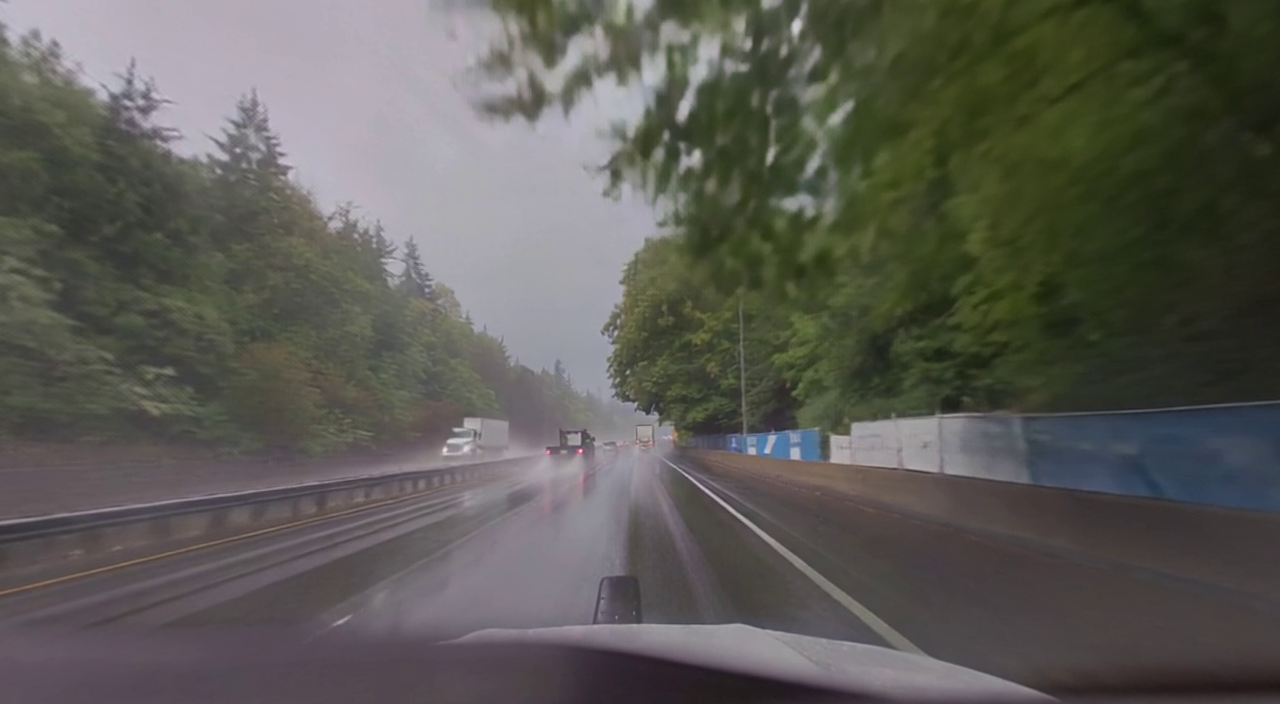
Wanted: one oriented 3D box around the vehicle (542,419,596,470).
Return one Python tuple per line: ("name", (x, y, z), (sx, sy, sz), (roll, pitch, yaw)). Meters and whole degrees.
("vehicle", (-3.923, 5.238, 35.848), (2.484, 2.625, 5.907), (0, -8, -1))
